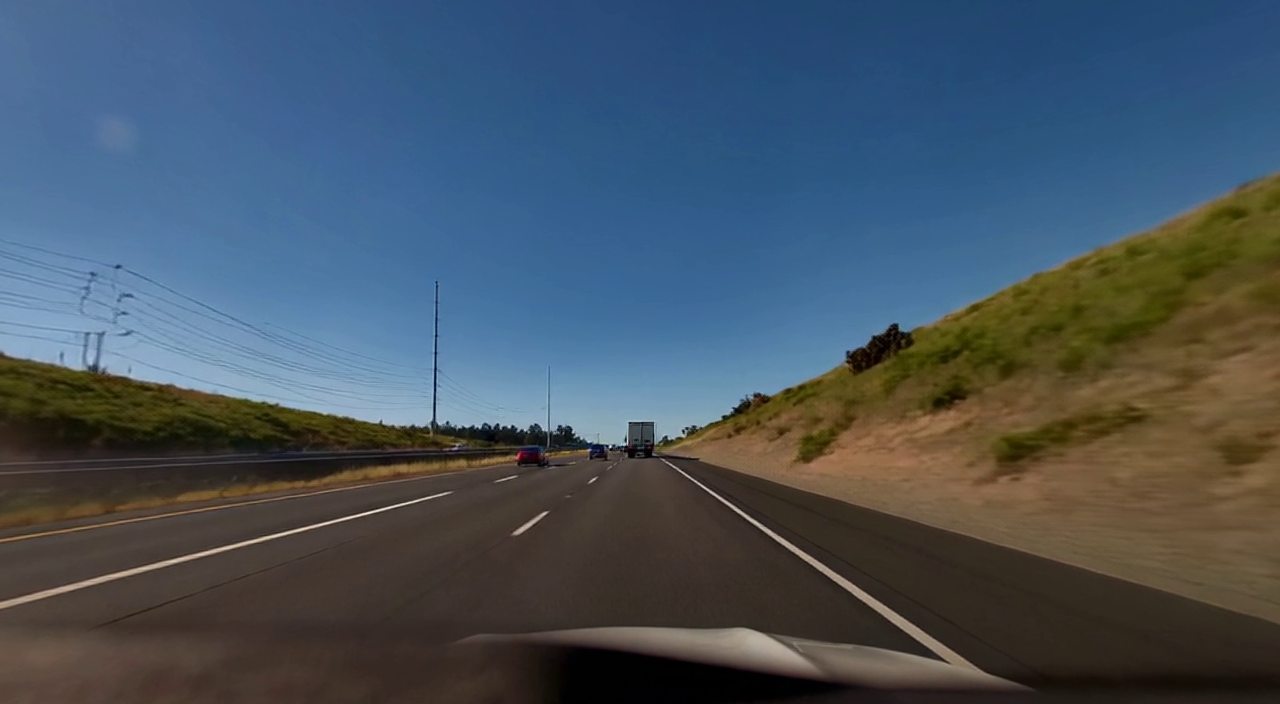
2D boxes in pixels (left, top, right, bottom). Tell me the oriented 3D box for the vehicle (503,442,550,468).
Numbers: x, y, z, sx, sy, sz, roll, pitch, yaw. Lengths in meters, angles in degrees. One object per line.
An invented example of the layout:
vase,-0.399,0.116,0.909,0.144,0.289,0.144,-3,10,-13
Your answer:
vehicle,-7.191,6.595,40.403,2.066,1.558,4.607,0,-9,1
